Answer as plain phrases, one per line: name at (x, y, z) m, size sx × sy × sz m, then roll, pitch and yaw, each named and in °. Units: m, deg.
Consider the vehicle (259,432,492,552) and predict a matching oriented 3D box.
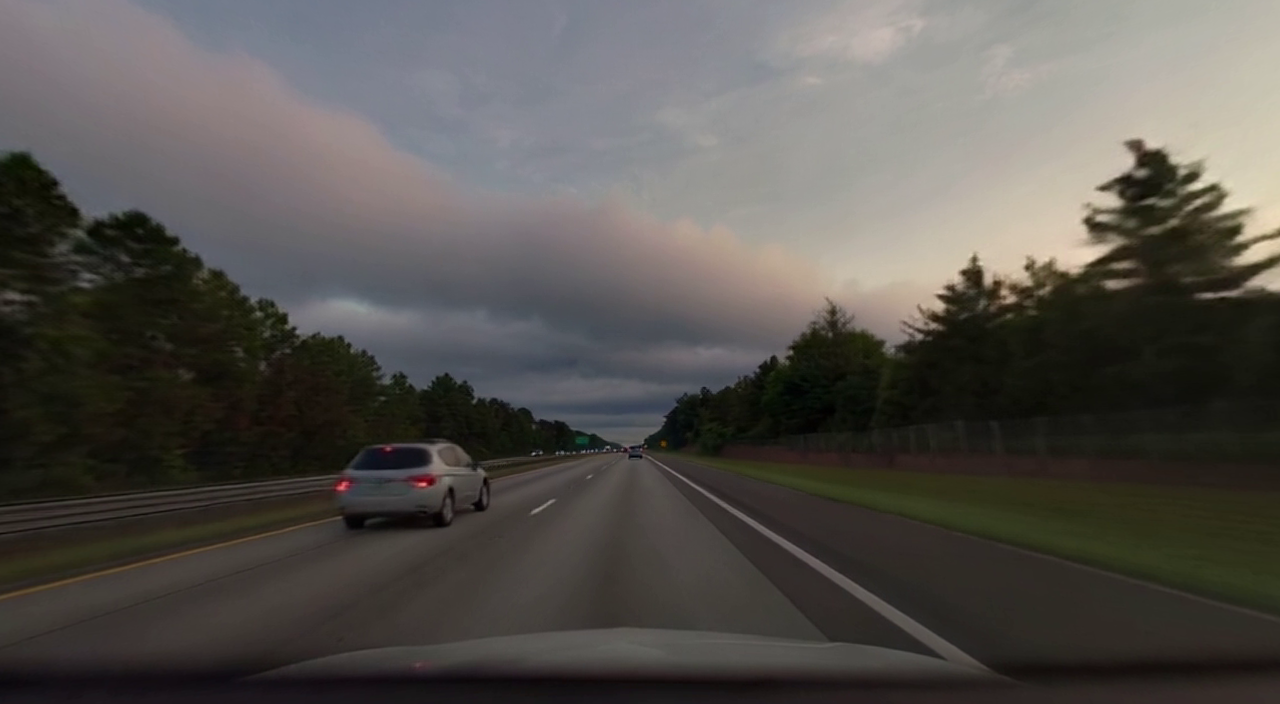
vehicle at (-4.135, 2.258, 10.897) m, size 1.958 × 1.587 × 4.801 m, roll 0°, pitch -9°, yaw 0°
